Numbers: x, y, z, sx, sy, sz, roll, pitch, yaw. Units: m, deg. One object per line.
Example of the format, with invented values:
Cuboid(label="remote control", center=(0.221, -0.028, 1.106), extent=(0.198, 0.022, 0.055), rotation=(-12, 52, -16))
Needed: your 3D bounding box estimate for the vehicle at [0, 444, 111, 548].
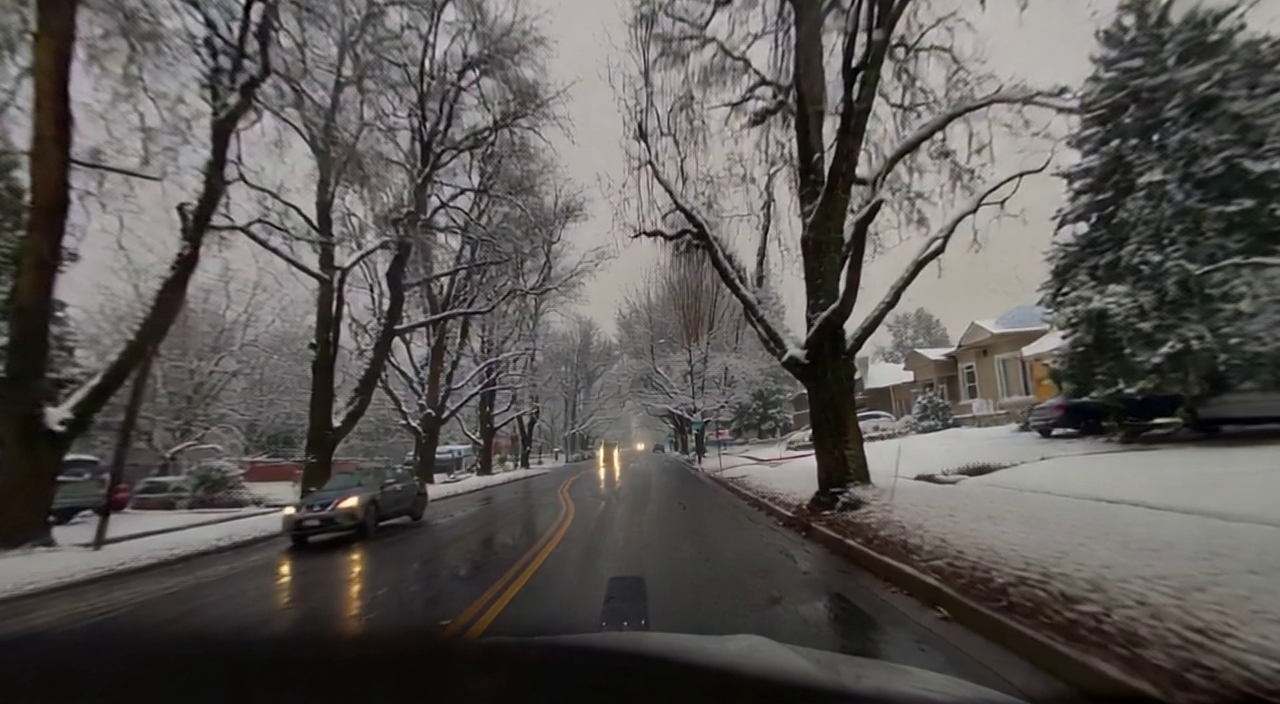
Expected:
Cuboid(label="vehicle", center=(-16.881, 3.334, 15.150), extent=(5.969, 2.158, 2.643), rotation=(0, -7, 2))

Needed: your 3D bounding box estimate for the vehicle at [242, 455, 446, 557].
Cuboid(label="vehicle", center=(-5.701, 2.958, 12.845), extent=(1.956, 1.452, 4.426), rotation=(-6, -9, 1))
